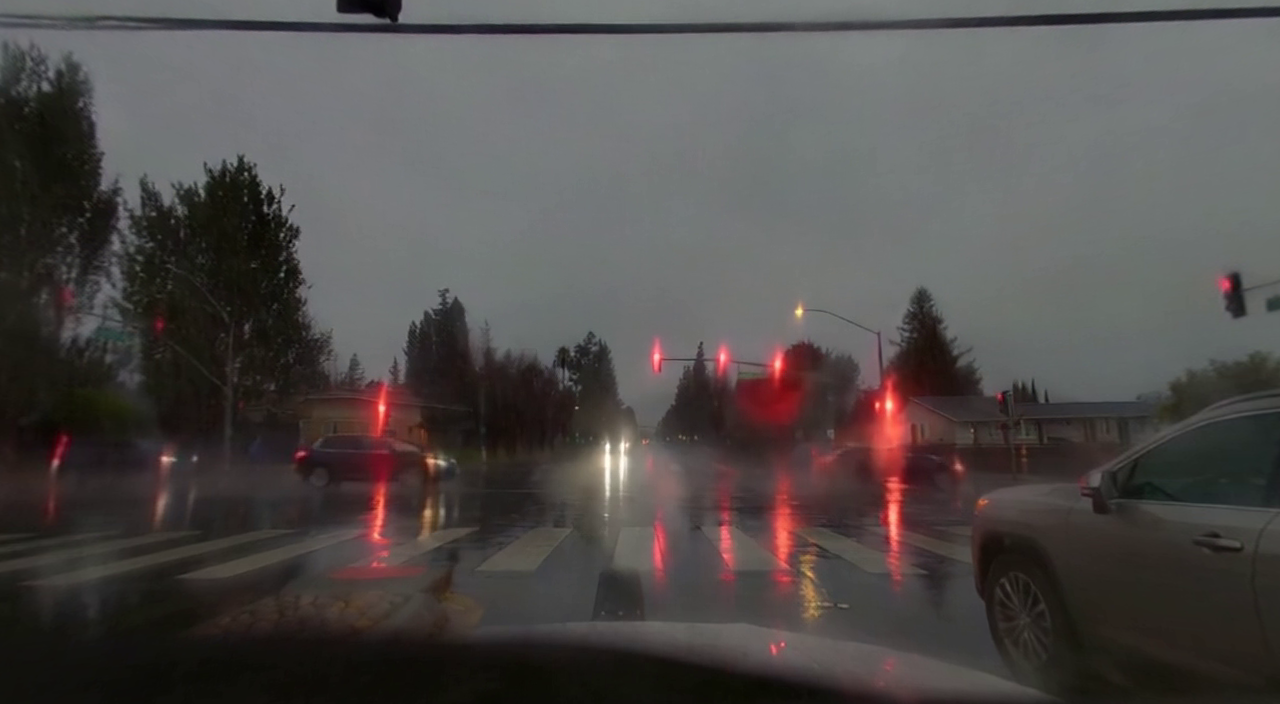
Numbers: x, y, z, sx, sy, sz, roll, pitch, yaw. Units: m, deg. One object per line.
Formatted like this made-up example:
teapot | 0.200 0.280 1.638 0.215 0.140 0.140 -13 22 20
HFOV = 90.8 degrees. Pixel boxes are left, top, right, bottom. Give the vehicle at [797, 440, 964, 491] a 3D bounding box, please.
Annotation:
vehicle | 7.557 3.598 20.206 4.537 1.501 1.950 0 -8 0

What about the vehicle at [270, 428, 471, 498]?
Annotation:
vehicle | -6.887 2.884 16.582 4.332 1.682 2.025 0 -8 -1

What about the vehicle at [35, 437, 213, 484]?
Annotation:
vehicle | -18.850 3.978 23.305 4.532 1.633 2.130 1 -9 -5

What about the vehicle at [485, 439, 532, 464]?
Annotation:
vehicle | -8.989 6.859 43.640 2.028 1.654 5.027 0 -9 1

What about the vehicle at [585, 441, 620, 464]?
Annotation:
vehicle | -2.459 6.713 42.266 2.046 1.491 4.118 0 -9 1

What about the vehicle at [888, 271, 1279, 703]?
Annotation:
vehicle | 2.704 0.714 1.724 2.085 1.800 4.908 0 -9 1
